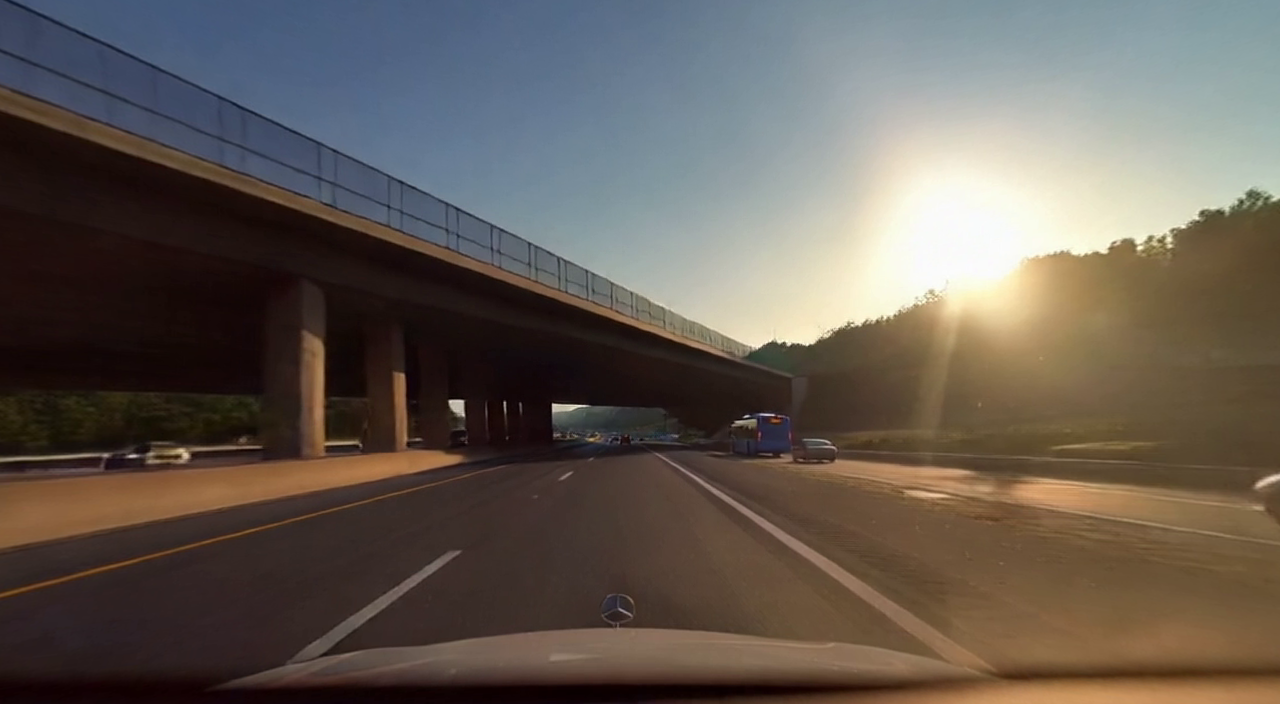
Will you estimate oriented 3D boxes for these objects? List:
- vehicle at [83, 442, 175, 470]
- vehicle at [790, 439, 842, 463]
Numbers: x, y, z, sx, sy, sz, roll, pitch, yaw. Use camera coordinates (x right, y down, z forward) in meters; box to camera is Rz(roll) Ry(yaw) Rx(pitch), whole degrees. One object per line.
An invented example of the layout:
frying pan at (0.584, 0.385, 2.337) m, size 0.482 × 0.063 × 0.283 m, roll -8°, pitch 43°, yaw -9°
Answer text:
vehicle at (-29.080, 5.916, 35.940) m, size 1.743 × 1.429 × 4.050 m, roll 0°, pitch -8°, yaw 1°
vehicle at (10.648, 5.981, 38.323) m, size 1.866 × 1.359 × 4.218 m, roll 0°, pitch -8°, yaw -2°
